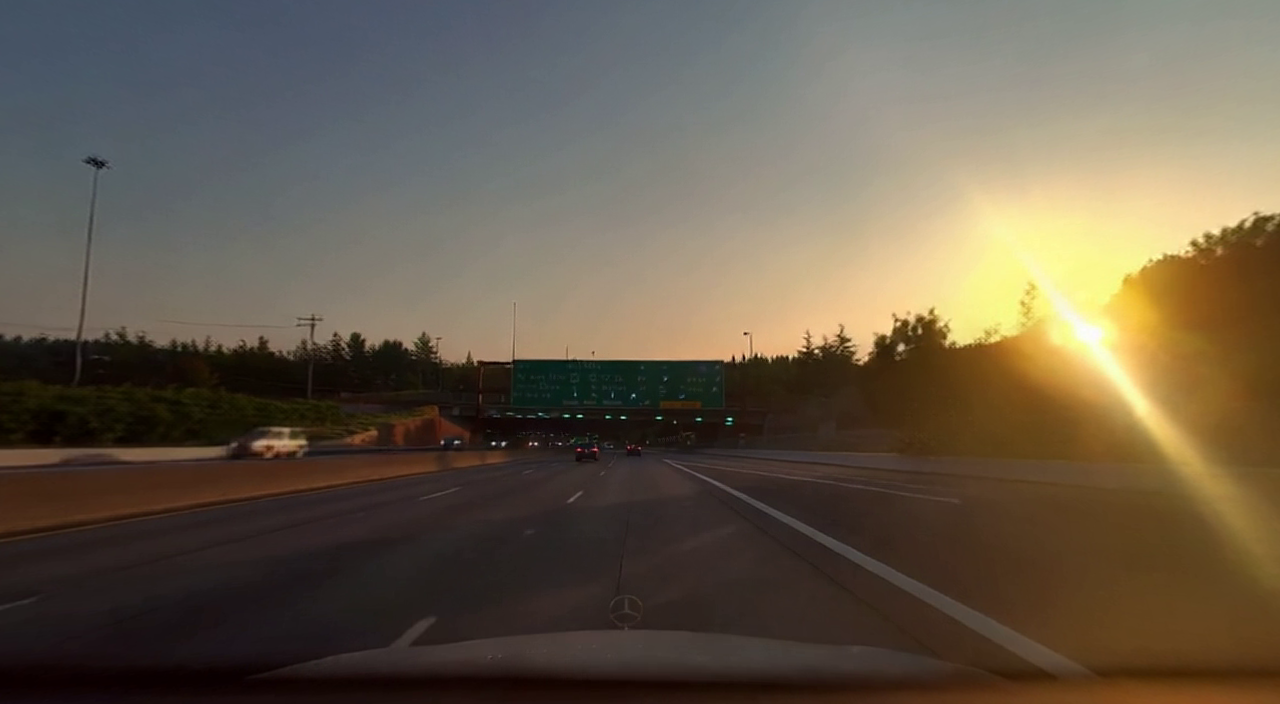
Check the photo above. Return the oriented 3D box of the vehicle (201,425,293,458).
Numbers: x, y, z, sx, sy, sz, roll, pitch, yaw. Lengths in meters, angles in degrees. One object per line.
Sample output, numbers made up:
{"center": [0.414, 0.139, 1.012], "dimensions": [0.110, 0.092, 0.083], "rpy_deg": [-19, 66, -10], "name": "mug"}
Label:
{"center": [-22.739, 5.225, 36.691], "dimensions": [1.973, 1.735, 5.274], "rpy_deg": [0, -8, 0], "name": "vehicle"}
